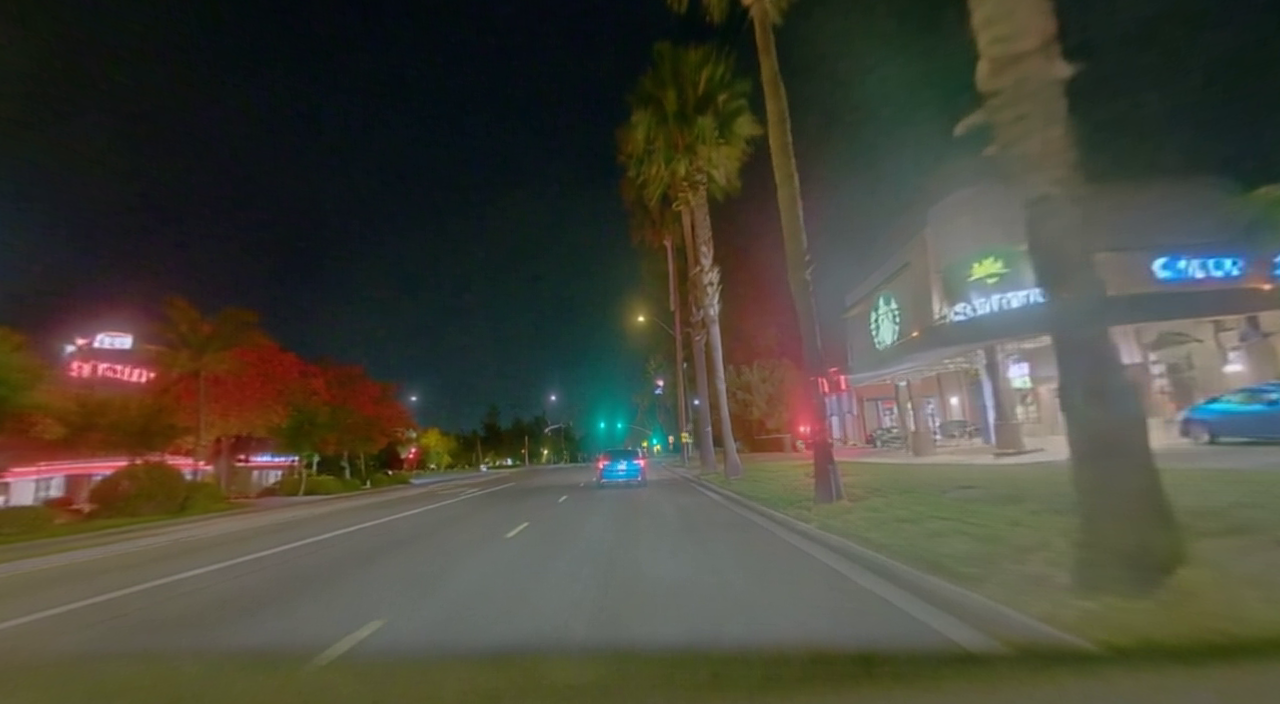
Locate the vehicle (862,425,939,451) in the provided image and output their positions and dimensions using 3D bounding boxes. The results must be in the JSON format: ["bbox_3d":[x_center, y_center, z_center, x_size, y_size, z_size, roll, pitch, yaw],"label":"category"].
[{"bbox_3d":[17.700,5.892,43.141,1.856,1.665,4.574,6,-10,-32],"label":"vehicle"}]

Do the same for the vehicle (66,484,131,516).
[{"bbox_3d":[-32.155,8.784,37.606,1.791,1.511,4.030,3,-10,-24],"label":"vehicle"}]

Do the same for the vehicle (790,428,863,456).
[{"bbox_3d":[12.484,6.089,42.584,1.873,1.657,4.557,5,-12,-31],"label":"vehicle"}]

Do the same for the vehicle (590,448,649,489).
[{"bbox_3d":[-0.802,4.601,25.281,2.156,1.462,4.495,0,-9,-1],"label":"vehicle"}]

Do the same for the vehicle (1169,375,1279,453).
[{"bbox_3d":[13.315,1.222,12.454,1.827,1.497,4.468,0,-9,-1],"label":"vehicle"}]
